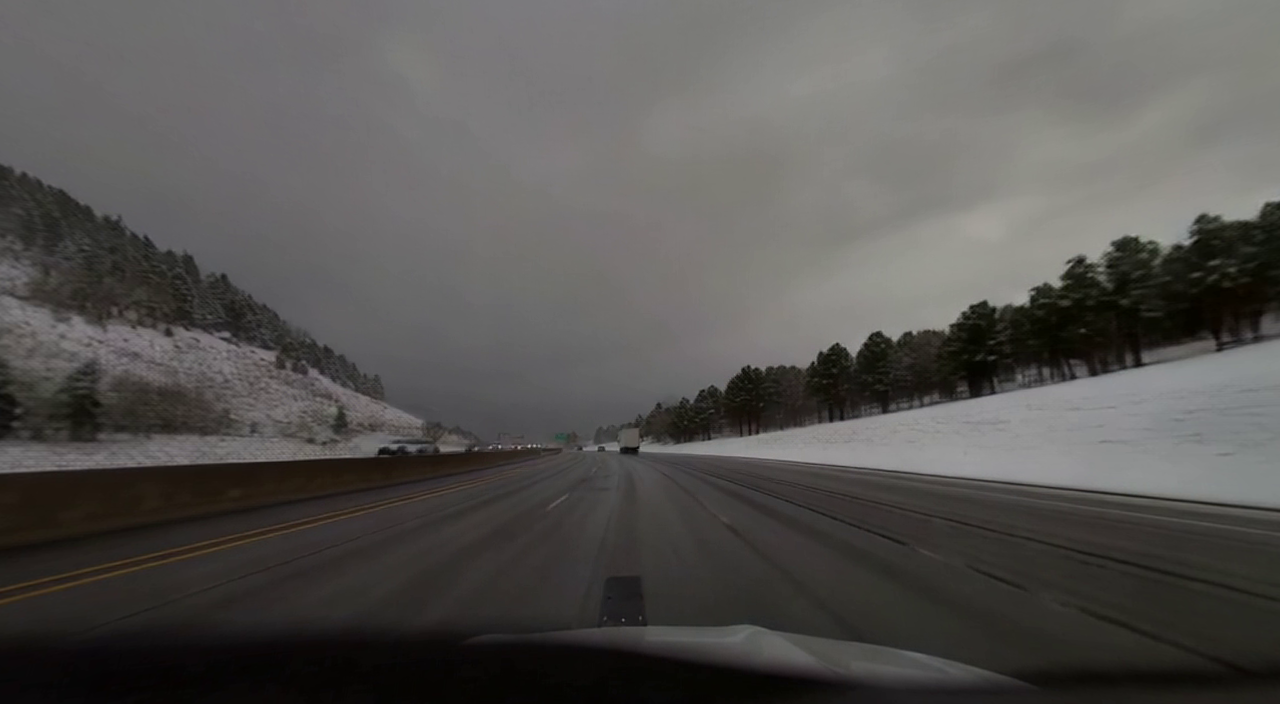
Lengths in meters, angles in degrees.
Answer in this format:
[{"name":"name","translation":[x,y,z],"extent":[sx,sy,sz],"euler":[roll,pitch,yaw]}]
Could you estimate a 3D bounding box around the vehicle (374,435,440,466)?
[{"name":"vehicle","translation":[-15.277,6.475,41.745],"extent":[2.249,1.861,5.837],"euler":[0,-8,-1]}]
